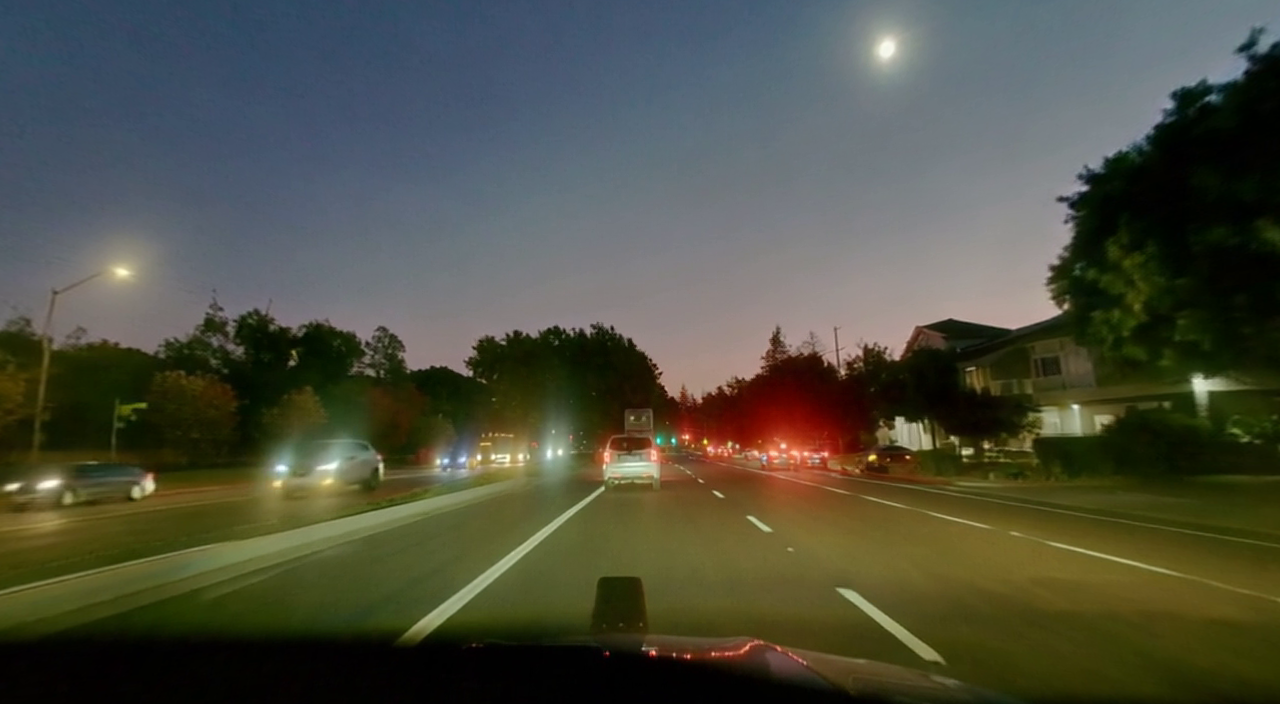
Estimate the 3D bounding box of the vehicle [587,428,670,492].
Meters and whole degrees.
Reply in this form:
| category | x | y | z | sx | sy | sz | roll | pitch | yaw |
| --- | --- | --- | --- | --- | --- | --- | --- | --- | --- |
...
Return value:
| category | x | y | z | sx | sy | sz | roll | pitch | yaw |
| --- | --- | --- | --- | --- | --- | --- | --- | --- | --- |
| vehicle | -0.308 | 3.371 | 20.012 | 2.332 | 1.798 | 4.546 | 0 | -8 | 0 |

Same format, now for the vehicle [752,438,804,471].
| category | x | y | z | sx | sy | sz | roll | pitch | yaw |
| --- | --- | --- | --- | --- | --- | --- | --- | --- | --- |
| vehicle | 7.681 | 5.752 | 35.540 | 1.971 | 1.722 | 4.341 | 0 | -8 | 0 |

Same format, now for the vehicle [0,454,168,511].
| category | x | y | z | sx | sy | sz | roll | pitch | yaw |
| --- | --- | --- | --- | --- | --- | --- | --- | --- | --- |
| vehicle | -21.505 | 4.910 | 24.317 | 2.056 | 1.822 | 5.400 | -1 | -8 | 5 |

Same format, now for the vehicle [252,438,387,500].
| category | x | y | z | sx | sy | sz | roll | pitch | yaw |
| --- | --- | --- | --- | --- | --- | --- | --- | --- | --- |
| vehicle | -10.302 | 3.753 | 20.723 | 2.010 | 1.760 | 4.406 | -1 | -8 | 1 |
